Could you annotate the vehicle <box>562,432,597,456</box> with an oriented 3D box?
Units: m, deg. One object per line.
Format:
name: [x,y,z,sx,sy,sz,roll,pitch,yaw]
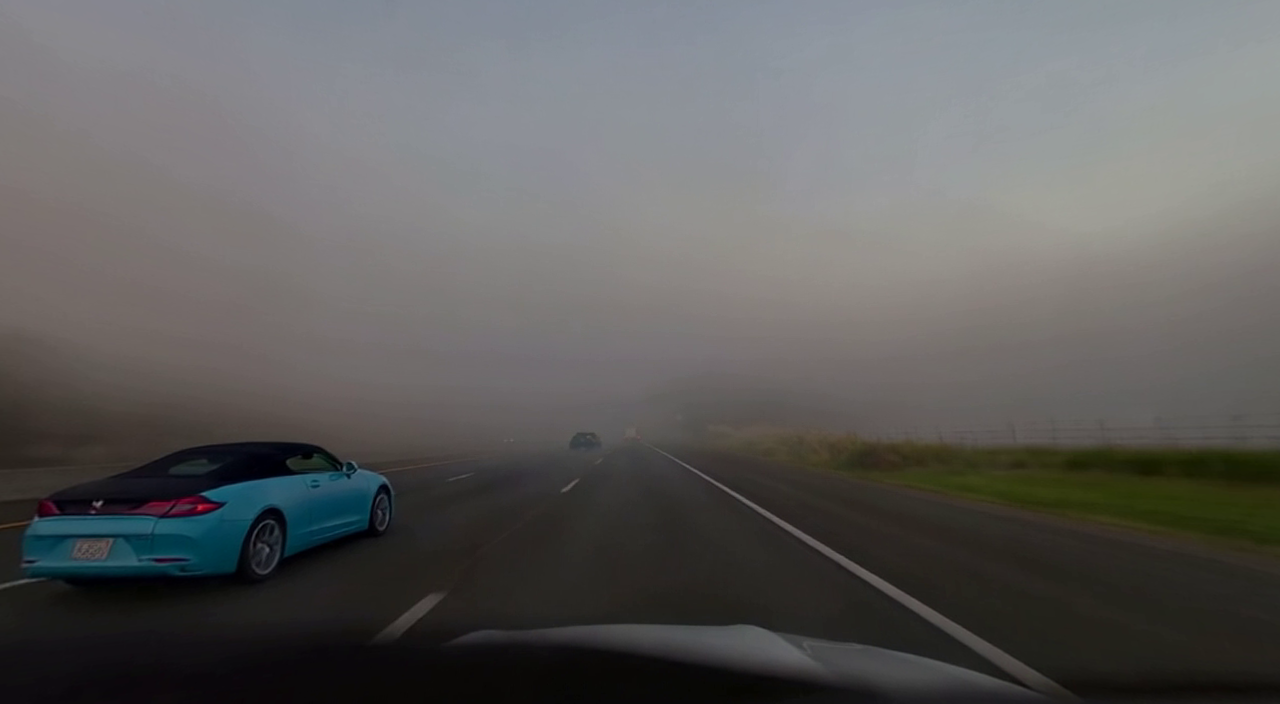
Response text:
vehicle: [-3.872,5.933,40.857,2.024,1.456,3.754,0,-8,-2]

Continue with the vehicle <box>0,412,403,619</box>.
vehicle: [-4.228,1.414,6.505,1.969,1.413,4.194,0,-8,-1]
